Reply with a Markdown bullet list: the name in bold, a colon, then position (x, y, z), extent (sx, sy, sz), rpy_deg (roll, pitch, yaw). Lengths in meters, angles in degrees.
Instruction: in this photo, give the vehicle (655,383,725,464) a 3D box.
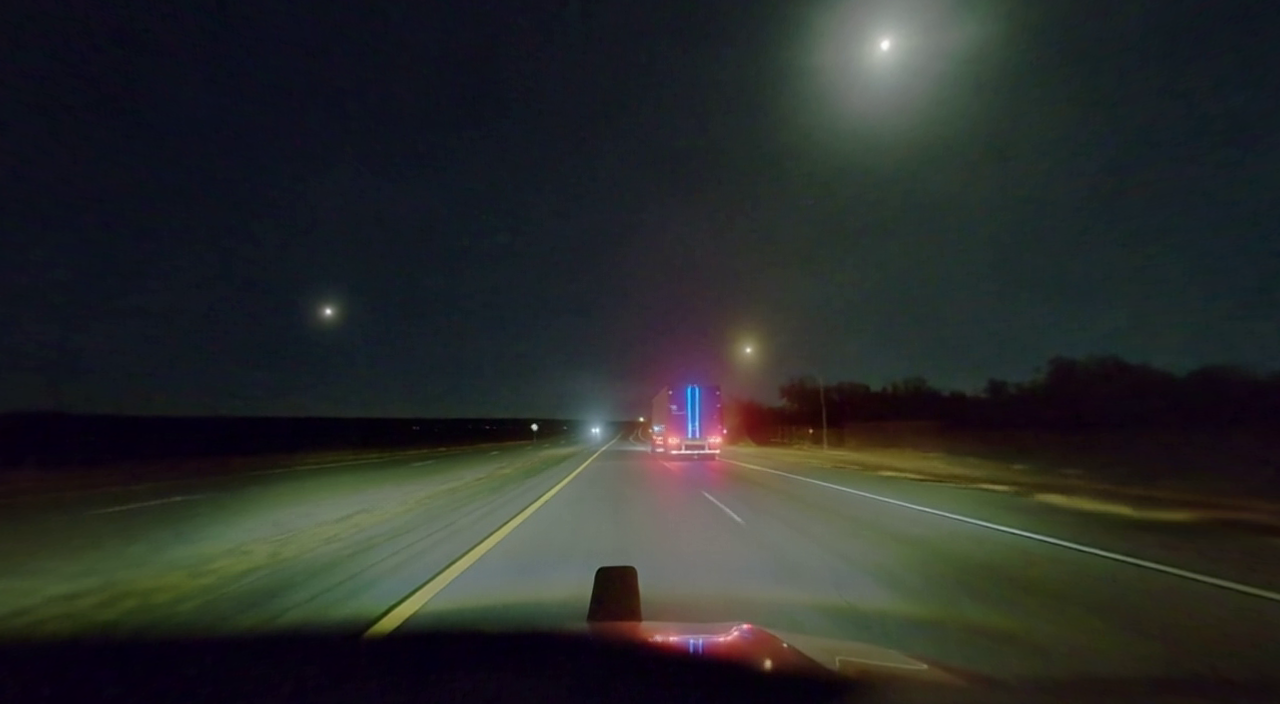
- **vehicle**: position (2.512, 4.024, 34.635), extent (2.949, 3.877, 8.528), rpy_deg (0, -8, -2)
